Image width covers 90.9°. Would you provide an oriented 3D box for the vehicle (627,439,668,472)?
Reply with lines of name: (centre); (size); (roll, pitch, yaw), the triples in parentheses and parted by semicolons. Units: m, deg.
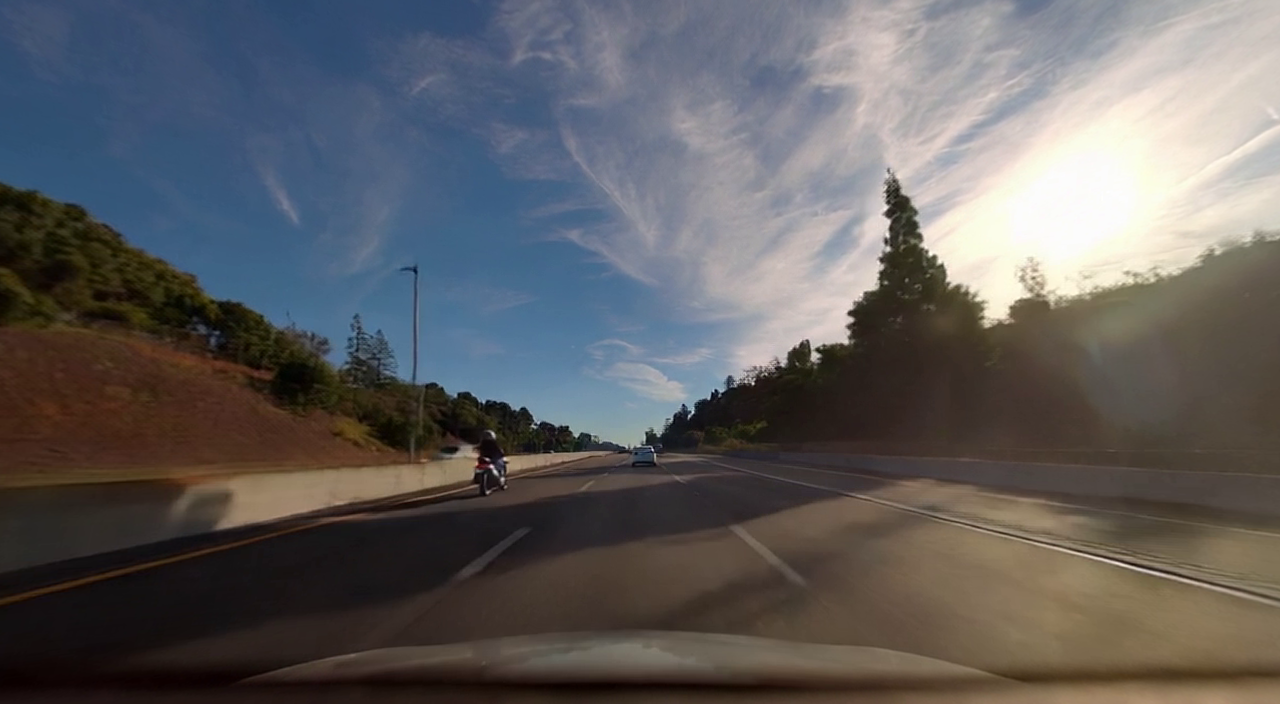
vehicle: (0.437, 6.098, 37.137); (2.247, 1.825, 4.036); (0, -9, 0)
